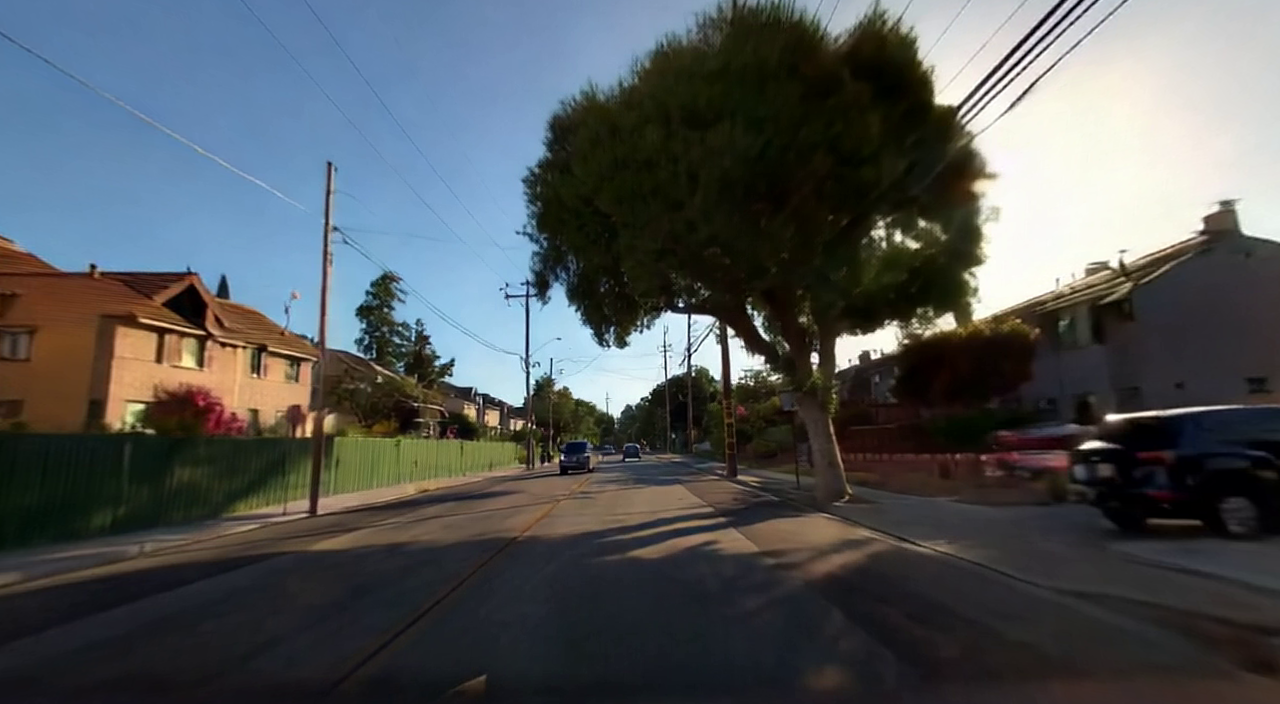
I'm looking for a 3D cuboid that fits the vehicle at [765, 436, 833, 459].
[{"bbox_3d":[12.311,7.434,49.105,4.701,1.745,2.083,0,-9,2],"label":"vehicle"}]

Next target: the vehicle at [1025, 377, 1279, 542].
[{"bbox_3d":[9.396,1.557,9.450,5.590,2.067,2.553,0,-9,-3],"label":"vehicle"}]

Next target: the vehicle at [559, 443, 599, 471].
[{"bbox_3d":[-3.898,6.758,40.870,2.146,1.657,4.351,0,-9,0],"label":"vehicle"}]
